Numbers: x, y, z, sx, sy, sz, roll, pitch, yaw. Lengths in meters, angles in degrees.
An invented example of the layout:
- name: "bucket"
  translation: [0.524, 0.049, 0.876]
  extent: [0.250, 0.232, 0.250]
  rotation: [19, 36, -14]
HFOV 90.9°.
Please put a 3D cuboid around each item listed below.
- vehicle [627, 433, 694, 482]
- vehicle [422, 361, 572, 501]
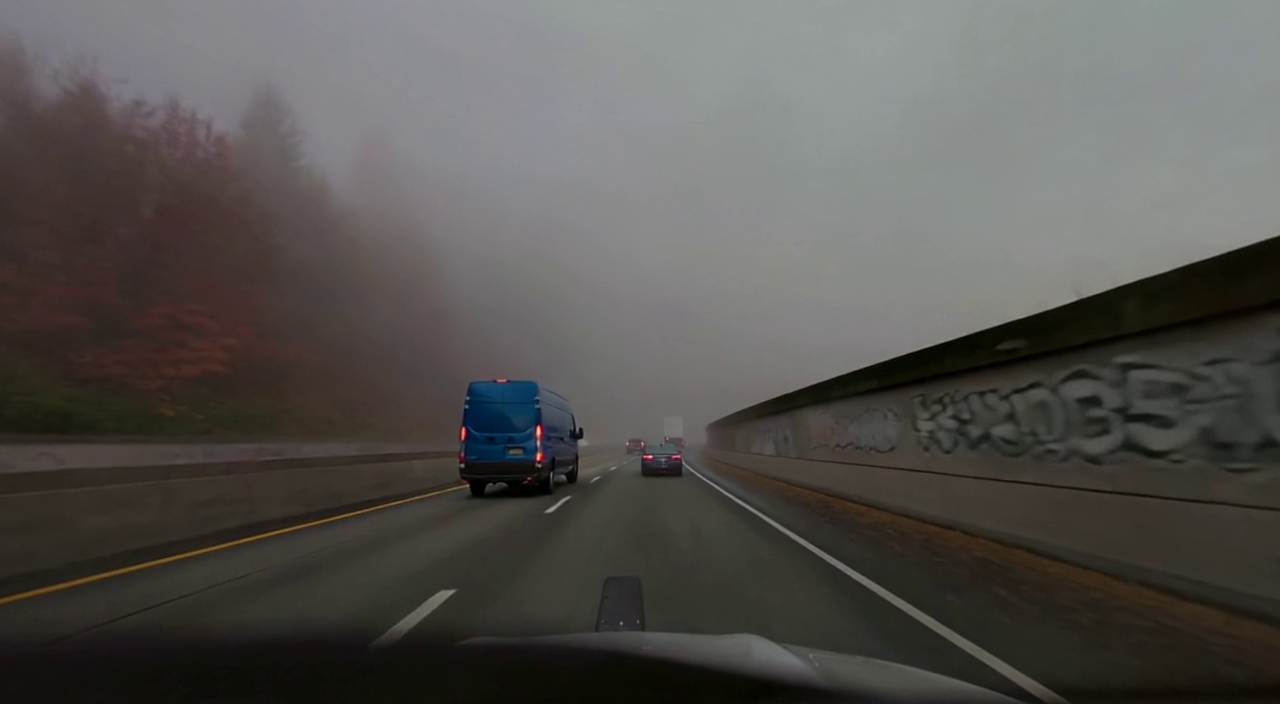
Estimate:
- name: "vehicle"
  translation: [0.680, 3.585, 21.697]
  extent: [2.071, 1.487, 3.948]
  rotation: [0, -8, 1]
- name: "vehicle"
  translation: [-3.094, 1.914, 15.074]
  extent: [2.334, 2.769, 5.087]
  rotation: [0, -8, 0]
